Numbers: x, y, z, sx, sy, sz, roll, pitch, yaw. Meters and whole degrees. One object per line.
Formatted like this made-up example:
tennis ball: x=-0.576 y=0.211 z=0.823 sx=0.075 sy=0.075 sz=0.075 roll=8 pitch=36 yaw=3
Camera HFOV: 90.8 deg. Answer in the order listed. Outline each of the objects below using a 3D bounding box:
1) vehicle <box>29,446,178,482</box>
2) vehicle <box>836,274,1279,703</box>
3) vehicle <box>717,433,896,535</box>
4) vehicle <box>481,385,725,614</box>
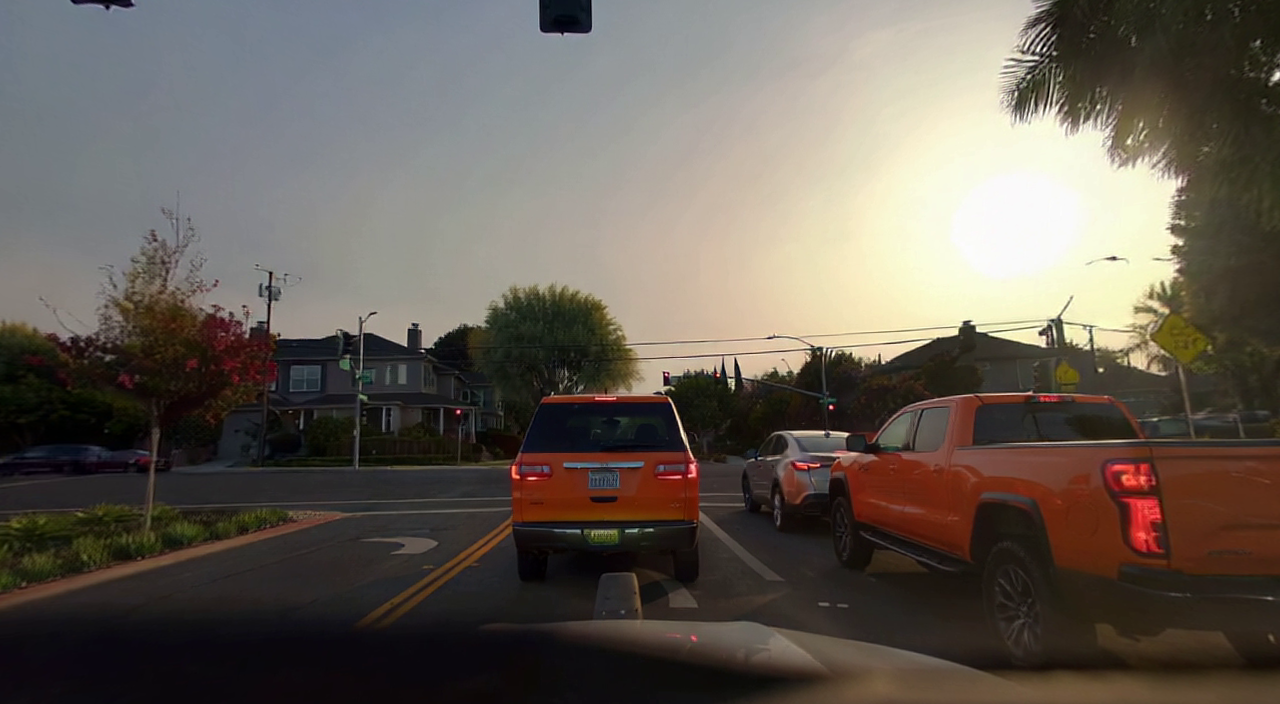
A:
vehicle: x=-22.864 y=4.783 z=27.089 sx=4.533 sy=1.350 sz=1.714 roll=0 pitch=-8 yaw=-9
vehicle: x=2.988 y=0.945 z=3.858 sx=1.886 sy=1.849 sz=5.070 roll=0 pitch=-8 yaw=-1
vehicle: x=2.725 y=2.264 z=11.530 sx=1.952 sy=1.465 sz=4.421 roll=0 pitch=-8 yaw=-1
vehicle: x=-0.226 y=1.403 z=6.736 sx=1.915 sy=1.780 sz=3.379 roll=-1 pitch=-8 yaw=2
